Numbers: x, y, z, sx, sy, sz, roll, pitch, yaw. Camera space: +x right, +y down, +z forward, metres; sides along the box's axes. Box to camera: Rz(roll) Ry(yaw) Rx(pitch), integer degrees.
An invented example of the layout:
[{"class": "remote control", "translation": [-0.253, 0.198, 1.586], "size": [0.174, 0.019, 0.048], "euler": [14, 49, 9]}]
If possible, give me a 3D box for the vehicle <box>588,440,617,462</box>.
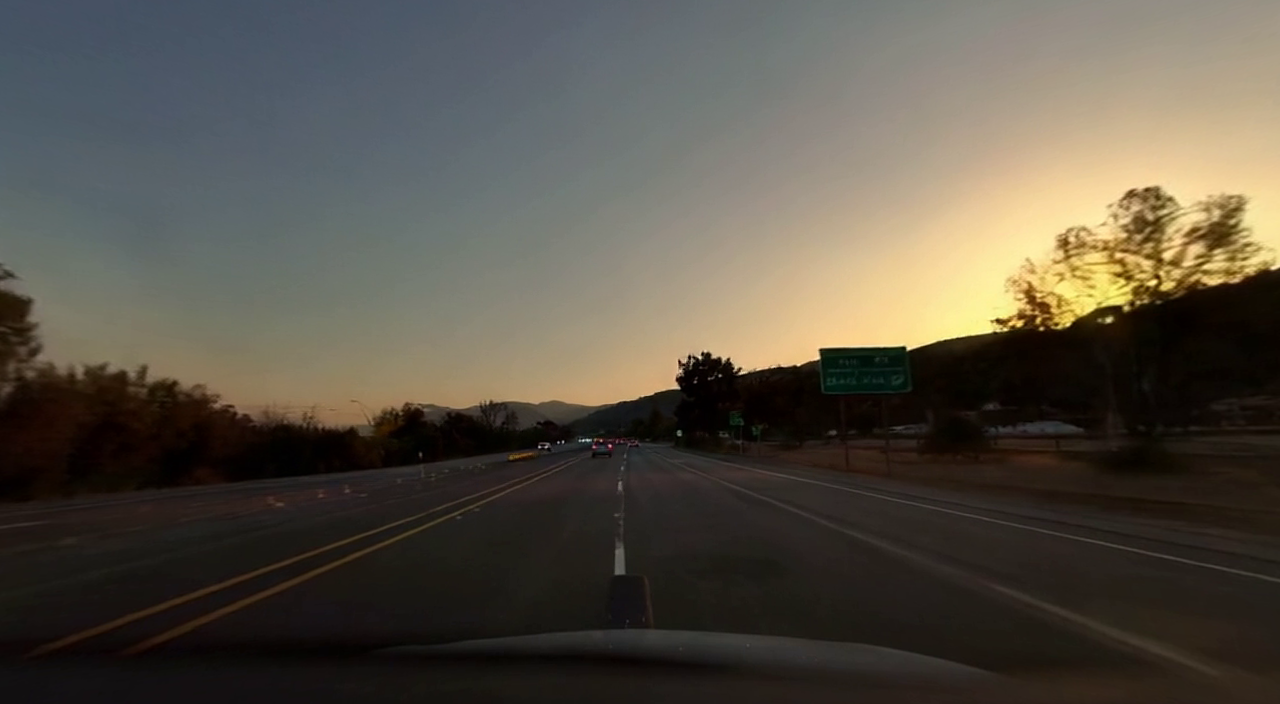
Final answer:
[{"class": "vehicle", "translation": [-2.809, 7.533, 48.006], "size": [2.009, 1.554, 4.013], "euler": [0, -8, -1]}]
